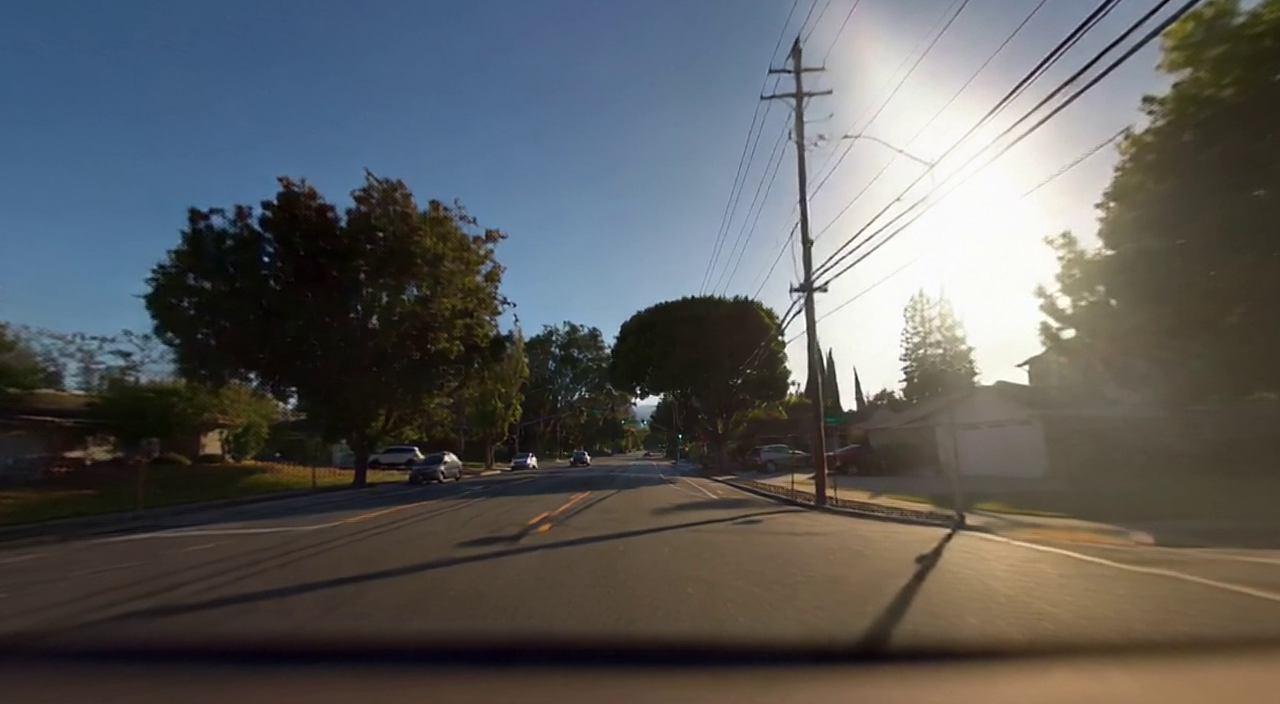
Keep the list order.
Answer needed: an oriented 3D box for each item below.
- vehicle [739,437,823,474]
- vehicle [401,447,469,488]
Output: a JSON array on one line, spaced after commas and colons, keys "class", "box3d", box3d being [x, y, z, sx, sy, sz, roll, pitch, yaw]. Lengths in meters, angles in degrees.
[{"class": "vehicle", "box3d": [9.811, 7.129, 43.849, 5.565, 2.036, 1.907, 0, -6, -26]}, {"class": "vehicle", "box3d": [-11.142, 6.279, 34.720, 2.024, 1.795, 5.054, -8, -9, -2]}]
